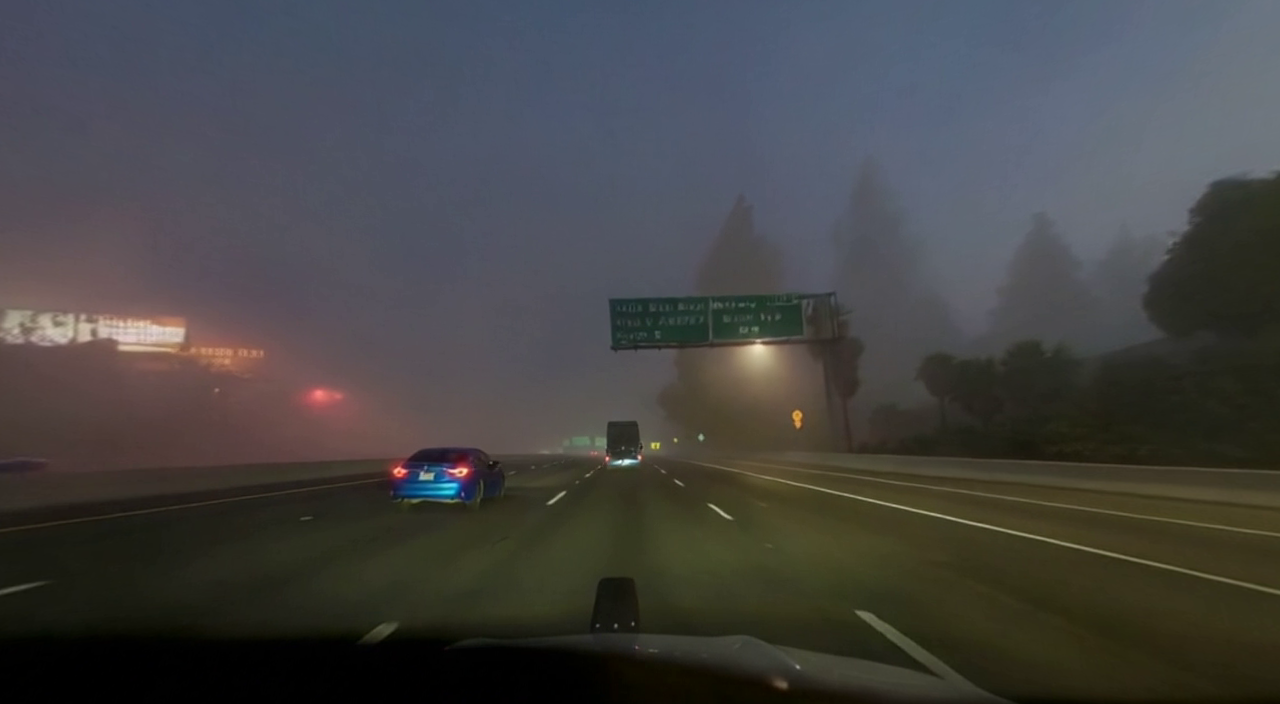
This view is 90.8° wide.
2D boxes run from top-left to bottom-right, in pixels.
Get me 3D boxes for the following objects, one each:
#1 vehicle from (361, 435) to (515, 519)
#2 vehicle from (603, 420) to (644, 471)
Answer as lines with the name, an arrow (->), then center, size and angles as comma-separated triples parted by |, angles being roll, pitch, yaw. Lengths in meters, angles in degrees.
vehicle -> -4.363, 2.769, 14.616 | 2.021, 1.598, 4.887 | 0, -9, -1
vehicle -> -1.081, 5.971, 40.339 | 2.364, 2.953, 6.495 | 0, -9, -2
